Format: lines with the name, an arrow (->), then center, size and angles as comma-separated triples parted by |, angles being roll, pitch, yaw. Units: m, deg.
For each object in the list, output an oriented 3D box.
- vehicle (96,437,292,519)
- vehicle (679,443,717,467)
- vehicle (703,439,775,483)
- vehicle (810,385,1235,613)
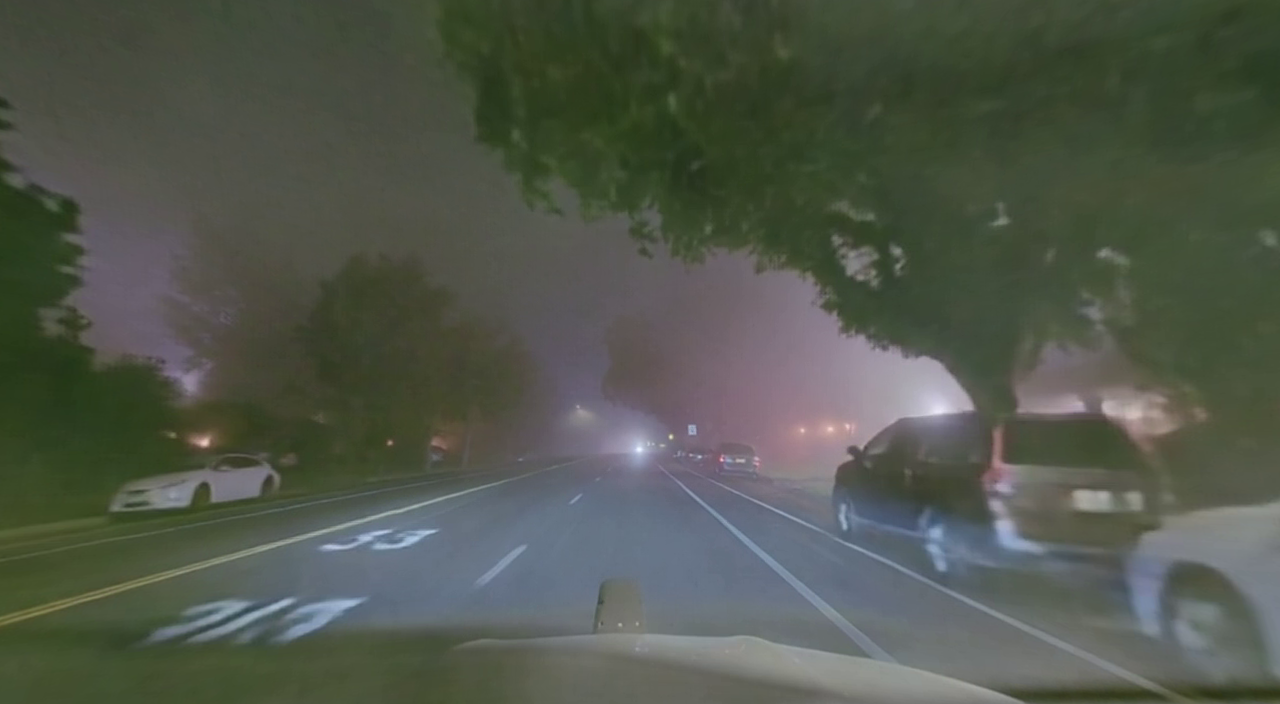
vehicle -> -10.930, 3.122, 15.976 | 1.964, 1.667, 4.217 | -3, -10, -2
vehicle -> 3.932, 7.075, 43.623 | 1.997, 1.510, 4.555 | 0, -9, -3
vehicle -> 3.950, 4.456, 26.073 | 1.999, 1.615, 4.513 | 0, -9, -3
vehicle -> 3.906, 1.599, 7.840 | 2.120, 1.916, 4.836 | 0, -9, -1
